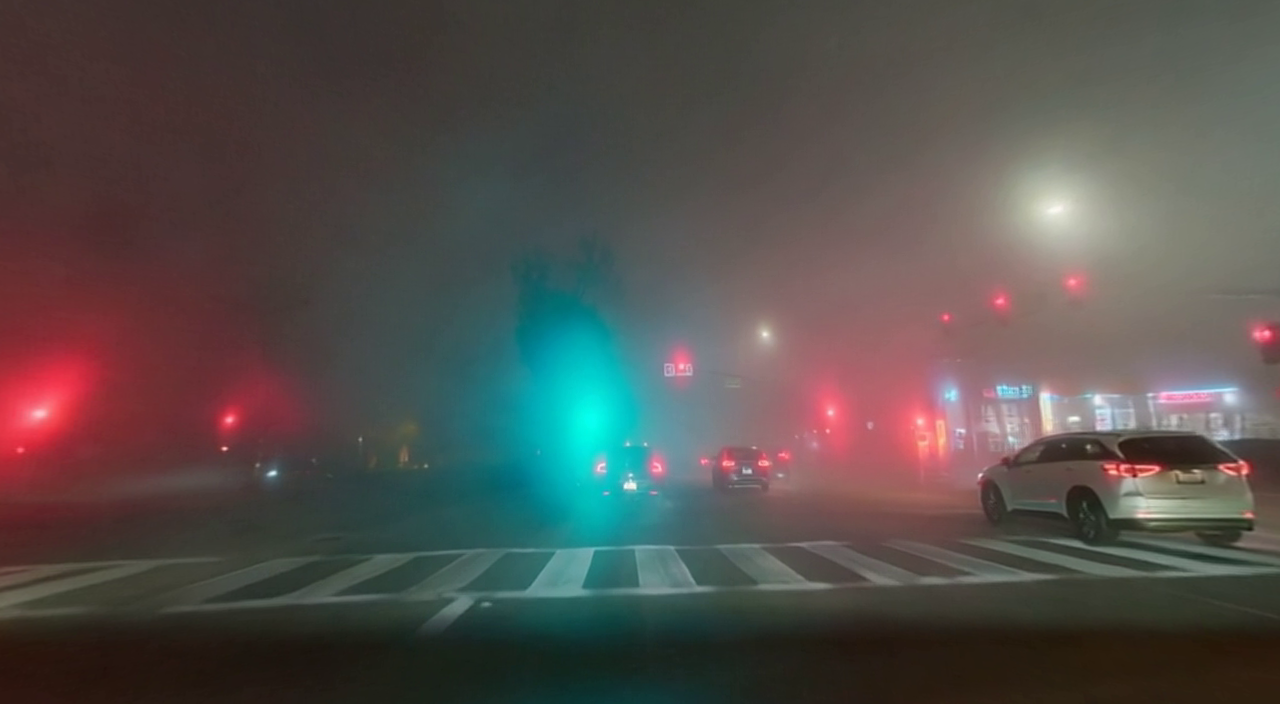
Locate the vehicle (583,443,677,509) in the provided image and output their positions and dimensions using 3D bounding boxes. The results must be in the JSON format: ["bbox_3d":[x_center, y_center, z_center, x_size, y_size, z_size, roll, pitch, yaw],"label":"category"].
[{"bbox_3d":[-0.269,3.110,16.337,2.110,1.487,3.873,0,-8,-1],"label":"vehicle"}]

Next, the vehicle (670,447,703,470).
[{"bbox_3d":[3.388,7.784,46.428,2.012,1.570,4.600,0,-8,-1],"label":"vehicle"}]

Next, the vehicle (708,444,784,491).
[{"bbox_3d":[3.728,4.109,22.919,1.892,1.532,4.177,0,-8,-2],"label":"vehicle"}]

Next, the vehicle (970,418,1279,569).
[{"bbox_3d":[6.923,1.890,9.199,1.940,1.674,4.085,0,-8,-1],"label":"vehicle"}]
